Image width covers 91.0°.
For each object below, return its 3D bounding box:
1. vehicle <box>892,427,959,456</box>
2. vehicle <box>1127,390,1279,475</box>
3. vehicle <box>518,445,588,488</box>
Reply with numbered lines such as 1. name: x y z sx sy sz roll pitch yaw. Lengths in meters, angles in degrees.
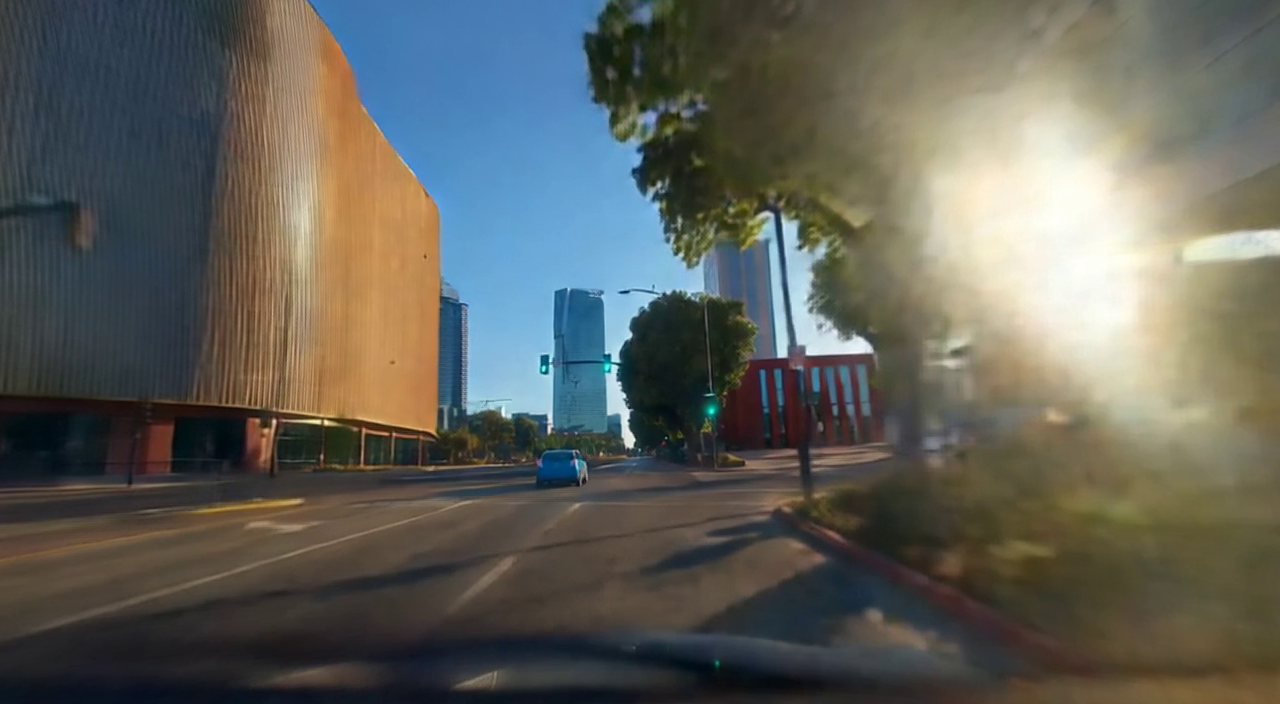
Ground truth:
1. vehicle: 16.735 5.298 37.134 1.851 1.594 4.324 0 -9 -1
2. vehicle: 12.346 1.581 12.258 4.002 1.489 2.028 0 -9 -1
3. vehicle: -3.248 4.398 24.499 1.971 1.486 4.380 0 -9 2
